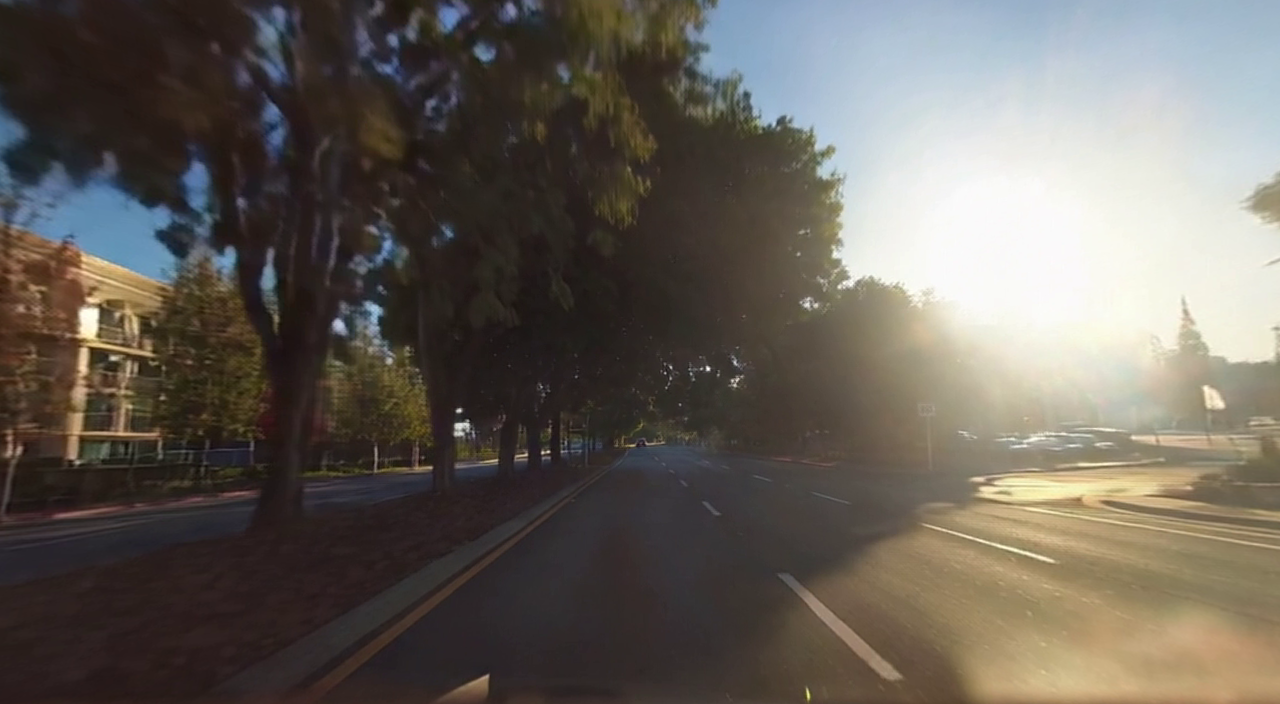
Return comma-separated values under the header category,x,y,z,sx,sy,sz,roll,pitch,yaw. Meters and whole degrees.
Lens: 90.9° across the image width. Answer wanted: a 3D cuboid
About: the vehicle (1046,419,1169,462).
category,x,y,z,sx,sy,sz,roll,pitch,yaw
vehicle,27.571,5.269,37.562,2.186,2.298,5.989,1,-8,-7
